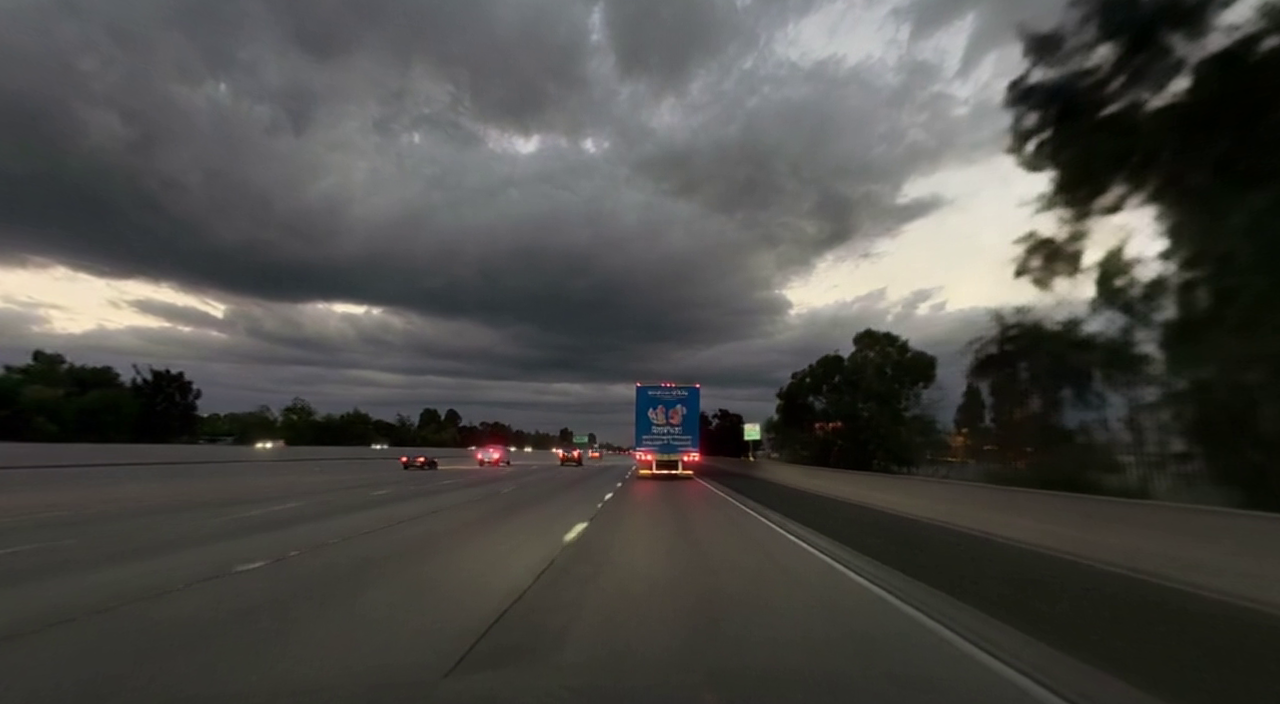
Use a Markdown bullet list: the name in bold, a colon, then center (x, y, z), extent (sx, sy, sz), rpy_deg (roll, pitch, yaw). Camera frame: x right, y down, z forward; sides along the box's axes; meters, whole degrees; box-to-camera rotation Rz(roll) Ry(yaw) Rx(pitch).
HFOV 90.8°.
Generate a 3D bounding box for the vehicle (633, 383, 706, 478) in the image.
- **vehicle**: center (1.235, 4.555, 35.062), extent (3.140, 4.100, 15.551), rpy_deg (0, -9, 0)

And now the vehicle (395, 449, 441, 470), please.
- **vehicle**: center (-17.051, 8.247, 48.749), extent (1.901, 1.485, 4.279), rpy_deg (0, -9, 1)
